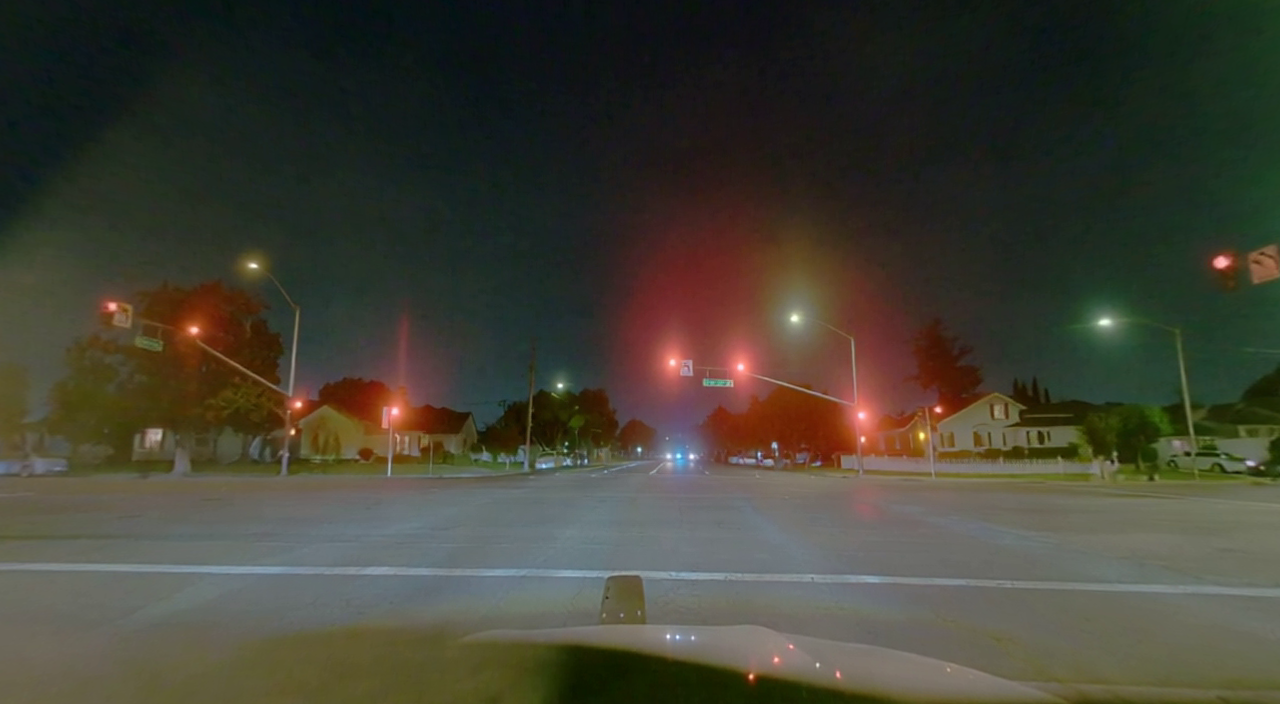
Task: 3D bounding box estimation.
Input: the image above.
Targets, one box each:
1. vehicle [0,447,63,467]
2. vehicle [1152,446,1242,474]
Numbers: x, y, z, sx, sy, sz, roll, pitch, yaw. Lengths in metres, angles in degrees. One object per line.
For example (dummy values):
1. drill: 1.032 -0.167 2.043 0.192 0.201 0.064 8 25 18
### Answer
1. vehicle: -44.290 7.520 45.391 3.949 1.422 1.744 0 -9 1
2. vehicle: 36.775 7.093 41.884 1.853 1.723 4.460 0 -9 -1
